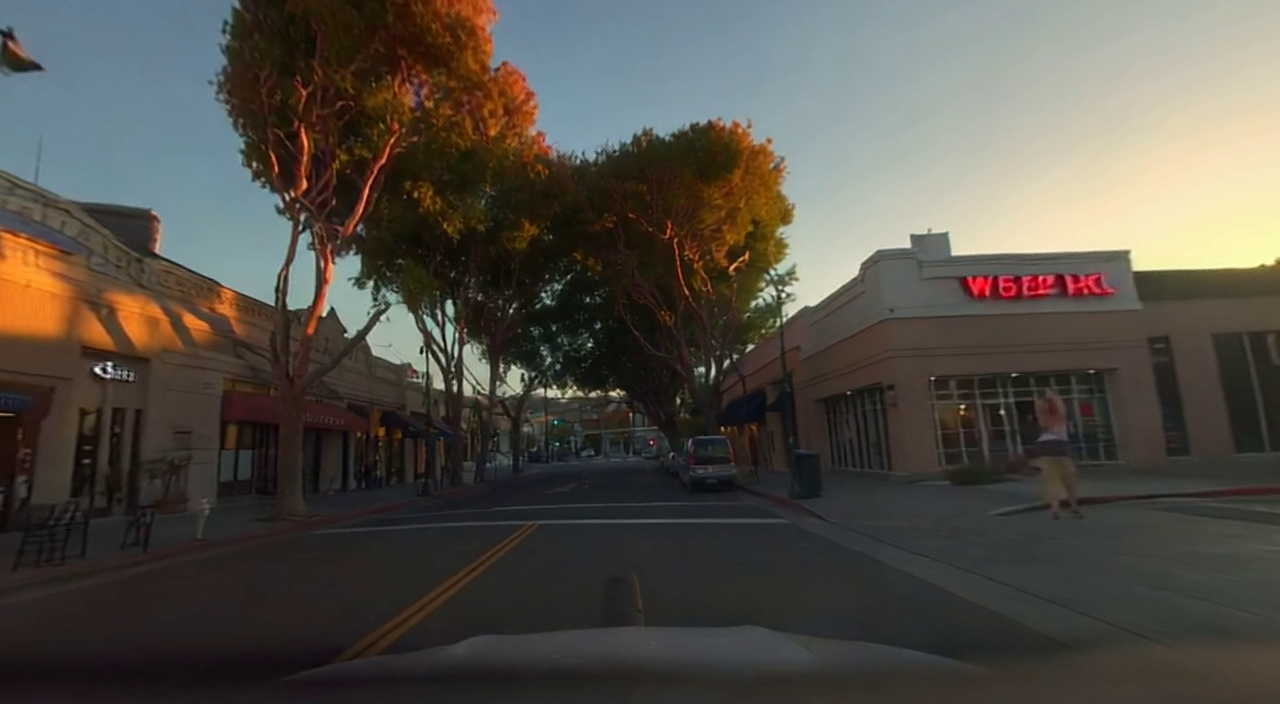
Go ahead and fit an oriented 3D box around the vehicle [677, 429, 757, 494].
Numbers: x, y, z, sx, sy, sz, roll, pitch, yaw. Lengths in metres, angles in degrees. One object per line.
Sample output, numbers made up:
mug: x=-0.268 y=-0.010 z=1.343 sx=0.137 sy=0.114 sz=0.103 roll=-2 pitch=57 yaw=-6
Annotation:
vehicle: x=2.596 y=3.868 z=22.531 sx=2.150 sy=2.013 sz=4.748 roll=0 pitch=-9 yaw=-1
